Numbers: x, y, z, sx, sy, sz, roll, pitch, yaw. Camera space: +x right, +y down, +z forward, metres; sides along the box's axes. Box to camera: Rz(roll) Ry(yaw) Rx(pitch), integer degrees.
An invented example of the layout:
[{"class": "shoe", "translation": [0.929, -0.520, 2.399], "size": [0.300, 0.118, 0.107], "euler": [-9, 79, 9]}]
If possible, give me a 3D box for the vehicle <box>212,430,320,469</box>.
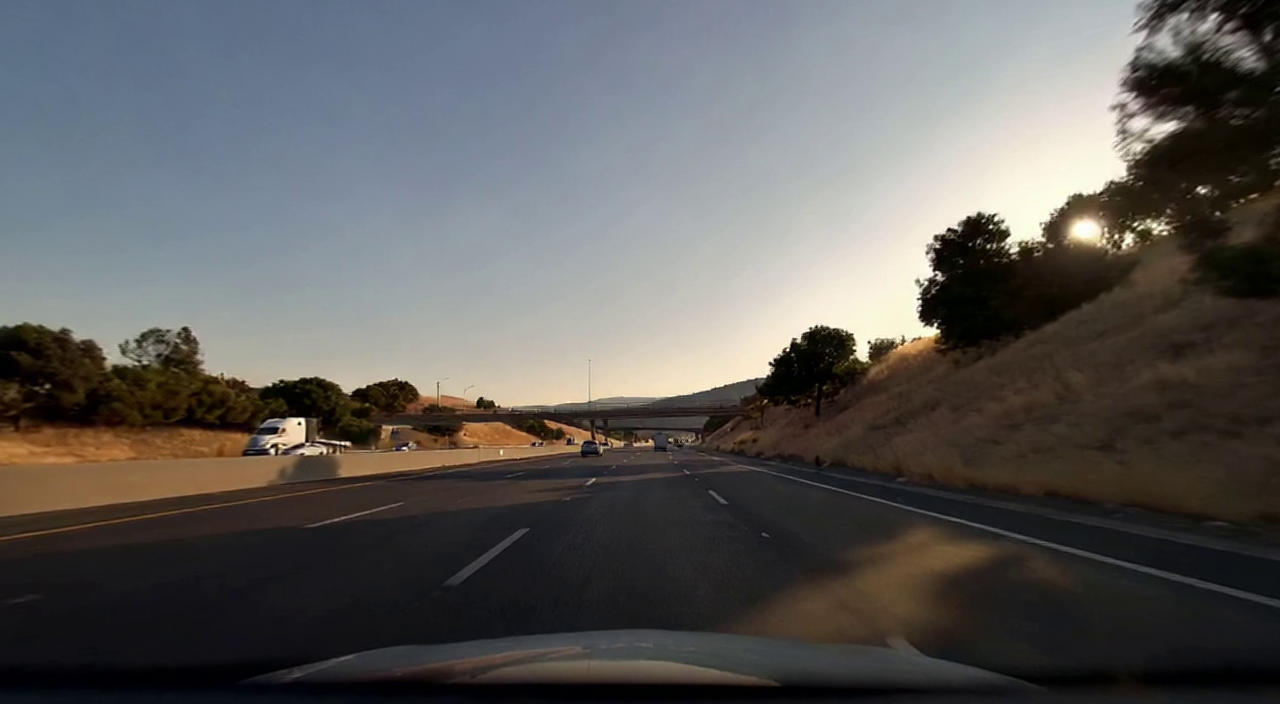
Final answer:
[{"class": "vehicle", "translation": [-24.153, 6.352, 41.226], "size": [2.639, 2.330, 7.053], "euler": [0, -9, 1]}]
